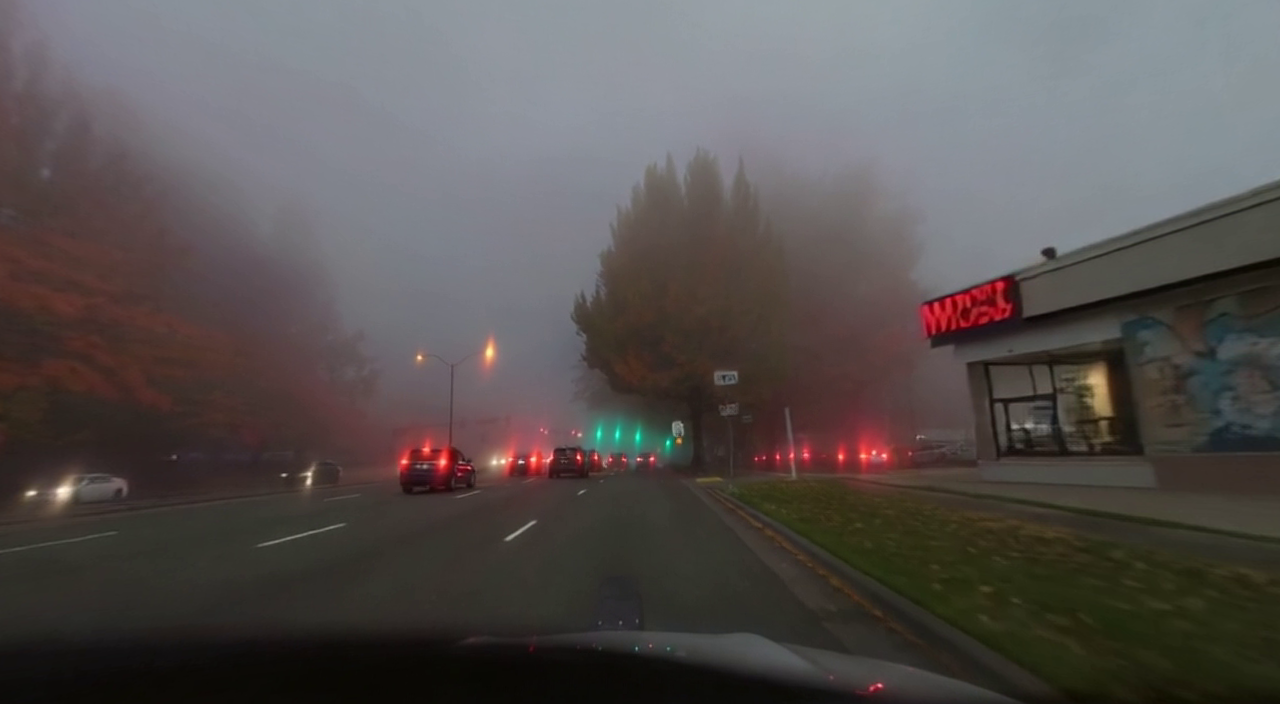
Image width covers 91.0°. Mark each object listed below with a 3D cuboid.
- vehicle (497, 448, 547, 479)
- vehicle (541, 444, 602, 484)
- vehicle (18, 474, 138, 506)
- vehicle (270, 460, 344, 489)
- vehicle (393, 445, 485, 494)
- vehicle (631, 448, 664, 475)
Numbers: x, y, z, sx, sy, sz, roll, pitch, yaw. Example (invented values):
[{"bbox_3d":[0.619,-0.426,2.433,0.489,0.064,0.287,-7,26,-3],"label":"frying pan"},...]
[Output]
[{"bbox_3d":[-7.175,6.821,38.797,2.069,1.719,4.441,0,-9,2],"label":"vehicle"},{"bbox_3d":[-3.046,5.125,28.970,2.165,1.663,4.513,0,-9,2],"label":"vehicle"},{"bbox_3d":[-33.967,8.323,38.272,2.096,1.699,4.912,-4,-10,18],"label":"vehicle"},{"bbox_3d":[-19.812,7.290,37.696,1.826,1.493,4.383,0,-9,2],"label":"vehicle"},{"bbox_3d":[-7.342,4.332,23.502,1.932,1.596,4.247,0,-9,2],"label":"vehicle"},{"bbox_3d":[0.464,7.353,42.434,2.144,1.704,4.028,1,-9,0],"label":"vehicle"}]
